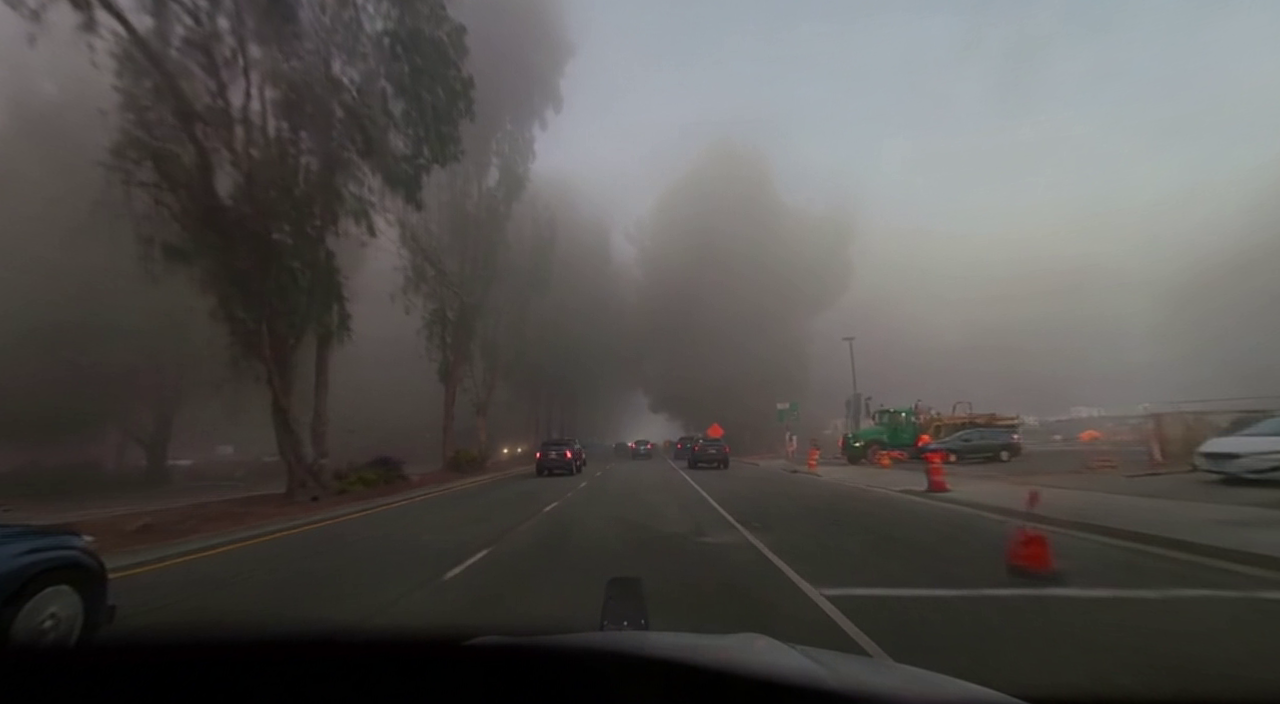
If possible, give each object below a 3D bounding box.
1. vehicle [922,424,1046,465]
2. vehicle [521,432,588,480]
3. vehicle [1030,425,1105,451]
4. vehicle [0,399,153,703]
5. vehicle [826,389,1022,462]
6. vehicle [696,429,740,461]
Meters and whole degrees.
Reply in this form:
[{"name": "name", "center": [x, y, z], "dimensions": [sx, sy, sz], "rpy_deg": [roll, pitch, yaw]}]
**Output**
[{"name": "vehicle", "center": [15.752, 4.274, 29.100], "dimensions": [1.874, 1.694, 4.535], "rpy_deg": [7, -11, -38]}, {"name": "vehicle", "center": [-3.200, 3.996, 24.400], "dimensions": [2.038, 1.682, 4.399], "rpy_deg": [0, -8, -1]}, {"name": "vehicle", "center": [29.281, 5.933, 43.380], "dimensions": [1.865, 1.679, 4.654], "rpy_deg": [0, -8, 0]}, {"name": "vehicle", "center": [-4.045, 0.856, 2.060], "dimensions": [1.856, 1.540, 3.733], "rpy_deg": [0, -8, 1]}, {"name": "vehicle", "center": [15.002, 3.958, 33.779], "dimensions": [8.949, 3.673, 3.044], "rpy_deg": [0, -8, -2]}, {"name": "vehicle", "center": [5.759, 7.011, 47.654], "dimensions": [2.653, 2.231, 6.793], "rpy_deg": [0, -8, 1]}]
